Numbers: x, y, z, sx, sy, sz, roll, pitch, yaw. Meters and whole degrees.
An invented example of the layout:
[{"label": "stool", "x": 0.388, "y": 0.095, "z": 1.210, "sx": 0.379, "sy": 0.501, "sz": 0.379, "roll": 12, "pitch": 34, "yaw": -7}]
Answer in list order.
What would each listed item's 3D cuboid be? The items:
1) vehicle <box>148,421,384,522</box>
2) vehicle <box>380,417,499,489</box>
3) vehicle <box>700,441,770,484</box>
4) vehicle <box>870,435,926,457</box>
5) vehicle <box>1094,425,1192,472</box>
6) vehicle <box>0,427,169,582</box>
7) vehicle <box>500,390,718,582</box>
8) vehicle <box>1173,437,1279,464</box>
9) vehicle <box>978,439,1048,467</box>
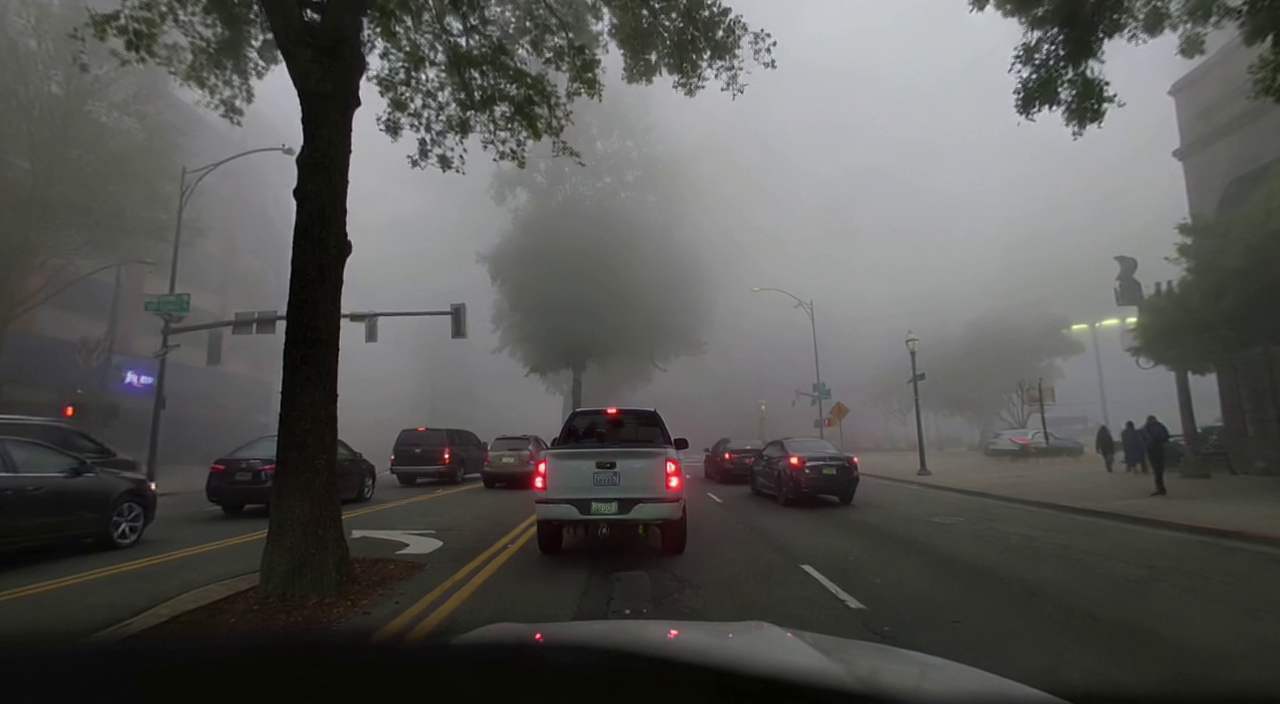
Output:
[{"label": "vehicle", "x": -7.151, "y": 2.324, "z": 12.779, "sx": 1.941, "sy": 1.655, "sz": 4.503, "roll": 0, "pitch": -8, "yaw": 1}, {"label": "vehicle", "x": -6.481, "y": 3.332, "z": 21.023, "sx": 2.496, "sy": 2.112, "sz": 4.351, "roll": 0, "pitch": -8, "yaw": 0}, {"label": "vehicle", "x": 3.426, "y": 4.048, "z": 23.510, "sx": 2.023, "sy": 1.441, "sz": 4.240, "roll": 0, "pitch": -8, "yaw": 1}, {"label": "vehicle", "x": 20.088, "y": 7.318, "z": 49.052, "sx": 4.361, "sy": 1.653, "sz": 2.034, "roll": 6, "pitch": -11, "yaw": -37}, {"label": "vehicle", "x": 19.225, "y": 3.660, "z": 24.044, "sx": 4.156, "sy": 1.622, "sz": 1.924, "roll": 7, "pitch": -11, "yaw": -39}, {"label": "vehicle", "x": -6.963, "y": 1.422, "z": 5.849, "sx": 1.831, "sy": 1.451, "sz": 4.382, "roll": 0, "pitch": -8, "yaw": -1}, {"label": "vehicle", "x": -0.318, "y": 1.597, "z": 8.235, "sx": 2.064, "sy": 1.817, "sz": 4.298, "roll": 0, "pitch": -8, "yaw": -1}, {"label": "vehicle", "x": 29.706, "y": 4.946, "z": 31.677, "sx": 4.176, "sy": 1.313, "sz": 1.719, "roll": 0, "pitch": -8, "yaw": 2}, {"label": "vehicle", "x": 20.089, "y": 5.404, "z": 33.936, "sx": 3.836, "sy": 1.443, "sz": 1.694, "roll": 5, "pitch": -10, "yaw": -35}]
